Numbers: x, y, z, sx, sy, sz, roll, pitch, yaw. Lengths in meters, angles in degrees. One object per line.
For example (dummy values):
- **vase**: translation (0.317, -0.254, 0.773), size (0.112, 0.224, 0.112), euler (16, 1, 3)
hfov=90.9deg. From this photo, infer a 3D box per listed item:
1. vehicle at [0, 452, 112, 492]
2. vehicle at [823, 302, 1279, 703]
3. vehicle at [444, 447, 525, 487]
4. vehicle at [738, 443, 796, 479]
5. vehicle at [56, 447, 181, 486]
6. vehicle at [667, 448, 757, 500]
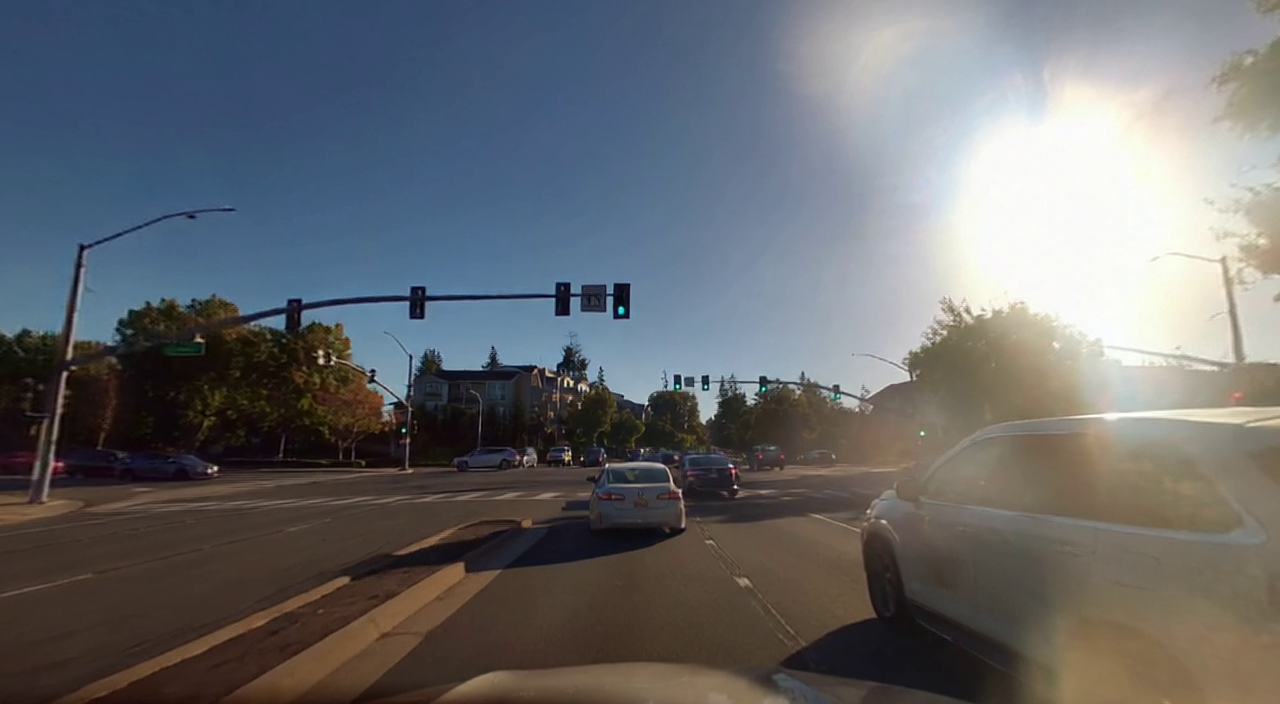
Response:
- **vehicle**: translation (-26.271, 5.174, 27.387), size (4.724, 1.630, 1.968), euler (0, -9, -3)
- **vehicle**: translation (2.776, 0.983, 3.330), size (2.115, 1.737, 4.642), euler (0, -9, -1)
- **vehicle**: translation (-7.320, 5.300, 29.493), size (2.099, 1.705, 4.020), euler (7, -11, -38)
- **vehicle**: translation (6.862, 5.955, 34.673), size (2.105, 1.830, 4.610), euler (0, -9, -1)
- **vehicle**: translation (-27.769, 6.104, 33.693), size (4.689, 1.734, 2.034), euler (3, -8, -1)
- **vehicle**: translation (2.222, 3.924, 20.806), size (2.009, 1.480, 4.423), euler (1, -9, -7)
